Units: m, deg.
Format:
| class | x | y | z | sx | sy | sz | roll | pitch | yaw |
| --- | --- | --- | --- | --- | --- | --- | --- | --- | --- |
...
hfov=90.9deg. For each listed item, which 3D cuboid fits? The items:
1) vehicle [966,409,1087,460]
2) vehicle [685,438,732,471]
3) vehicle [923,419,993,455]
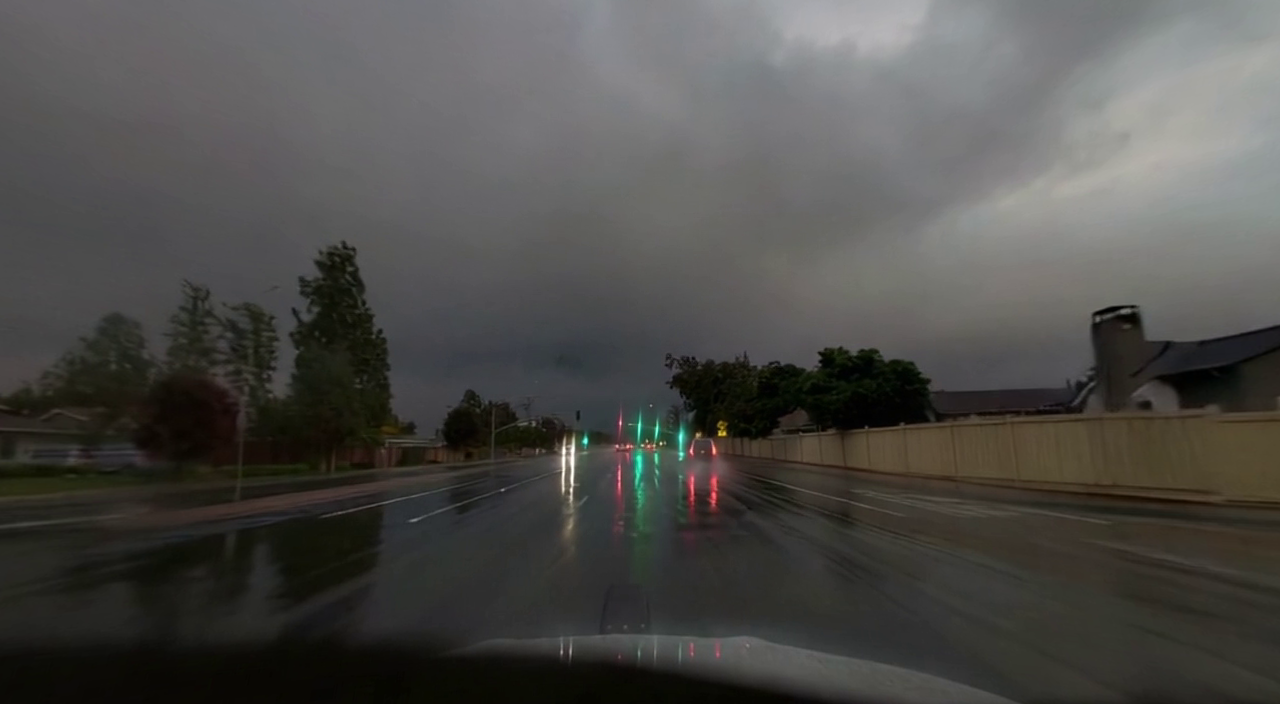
| class | x | y | z | sx | sy | sz | roll | pitch | yaw |
| --- | --- | --- | --- | --- | --- | --- | --- | --- | --- |
| vehicle | 15.498 | 3.388 | 25.678 | 2.084 | 1.868 | 5.067 | -1 | -8 | 5 |
| vehicle | 3.866 | 5.911 | 36.455 | 2.114 | 1.780 | 4.445 | 0 | -8 | -1 |
| vehicle | 16.268 | 4.406 | 32.460 | 1.853 | 1.704 | 4.060 | -2 | -9 | 7 |
